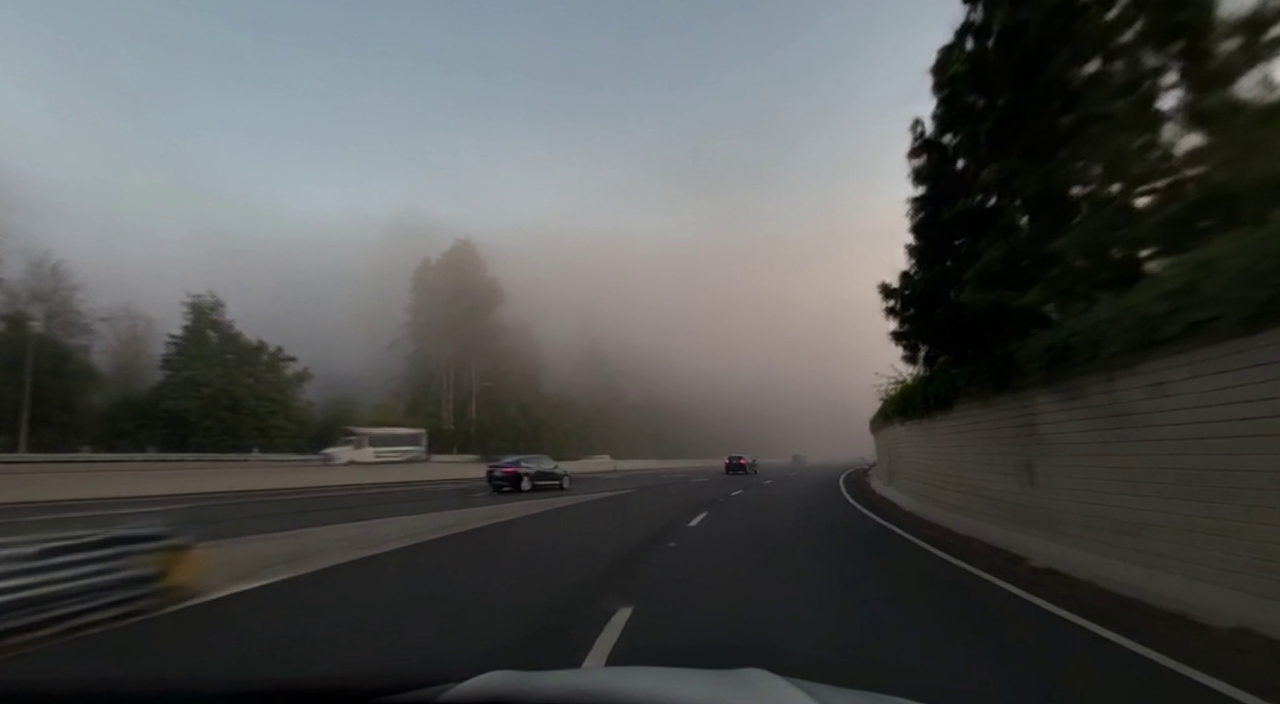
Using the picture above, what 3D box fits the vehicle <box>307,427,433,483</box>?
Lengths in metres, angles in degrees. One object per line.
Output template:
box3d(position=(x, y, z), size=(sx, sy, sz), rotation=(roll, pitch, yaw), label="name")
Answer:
box3d(position=(-16.217, 6.249, 38.519), size=(2.561, 3.028, 7.213), rotation=(-4, -10, 23), label="vehicle")

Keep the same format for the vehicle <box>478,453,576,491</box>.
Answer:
box3d(position=(-4.703, 5.100, 27.178), size=(1.699, 1.461, 4.924), rotation=(-4, -10, 23), label="vehicle")
